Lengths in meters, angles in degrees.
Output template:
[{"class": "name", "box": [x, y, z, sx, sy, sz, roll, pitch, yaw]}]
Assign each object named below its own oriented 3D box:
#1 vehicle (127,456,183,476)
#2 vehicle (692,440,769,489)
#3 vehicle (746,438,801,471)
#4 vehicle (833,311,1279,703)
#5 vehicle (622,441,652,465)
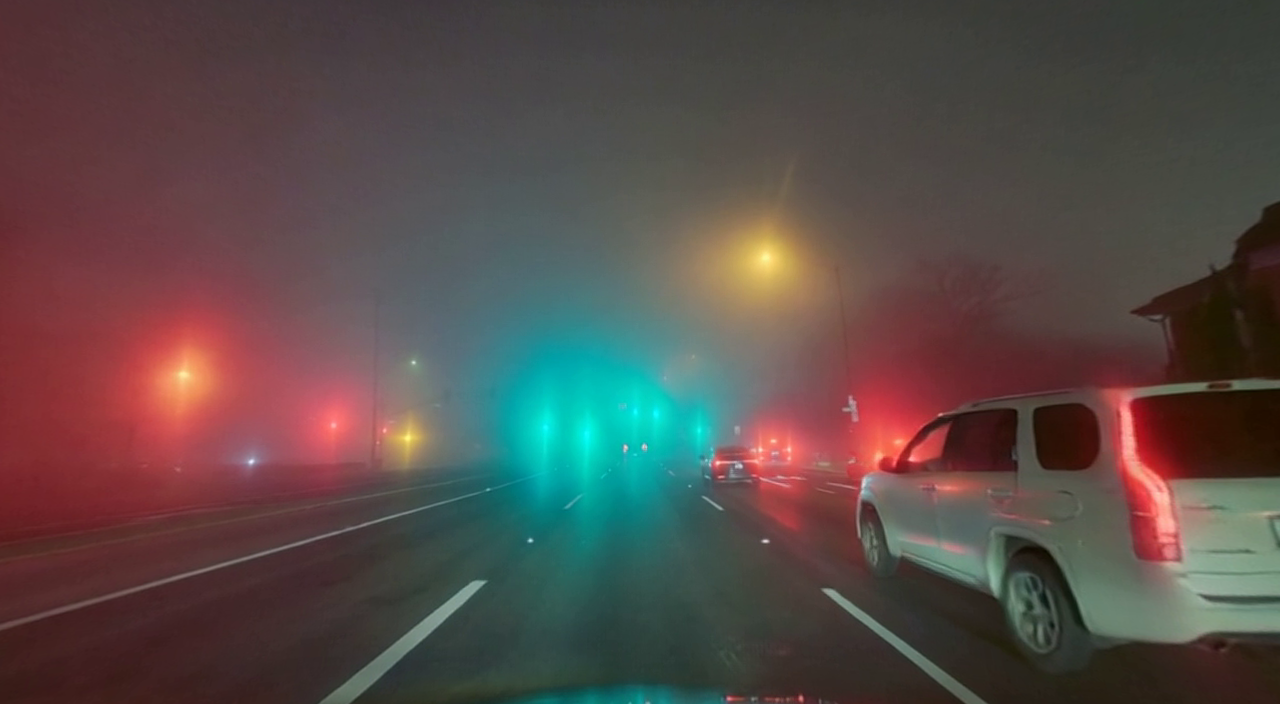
[{"class": "vehicle", "box": [-38.451, 8.989, 49.836, 4.260, 1.501, 1.892, -5, -10, 30]}, {"class": "vehicle", "box": [2.933, 3.739, 21.272, 1.889, 1.451, 4.180, 0, -9, -1]}, {"class": "vehicle", "box": [7.577, 5.868, 36.258, 2.172, 1.745, 4.608, 0, -9, 0]}, {"class": "vehicle", "box": [3.155, 1.065, 4.368, 2.129, 1.761, 4.610, 0, -9, 0]}, {"class": "vehicle", "box": [-0.213, 7.488, 46.649, 2.146, 1.685, 4.003, 0, -9, 0]}]
